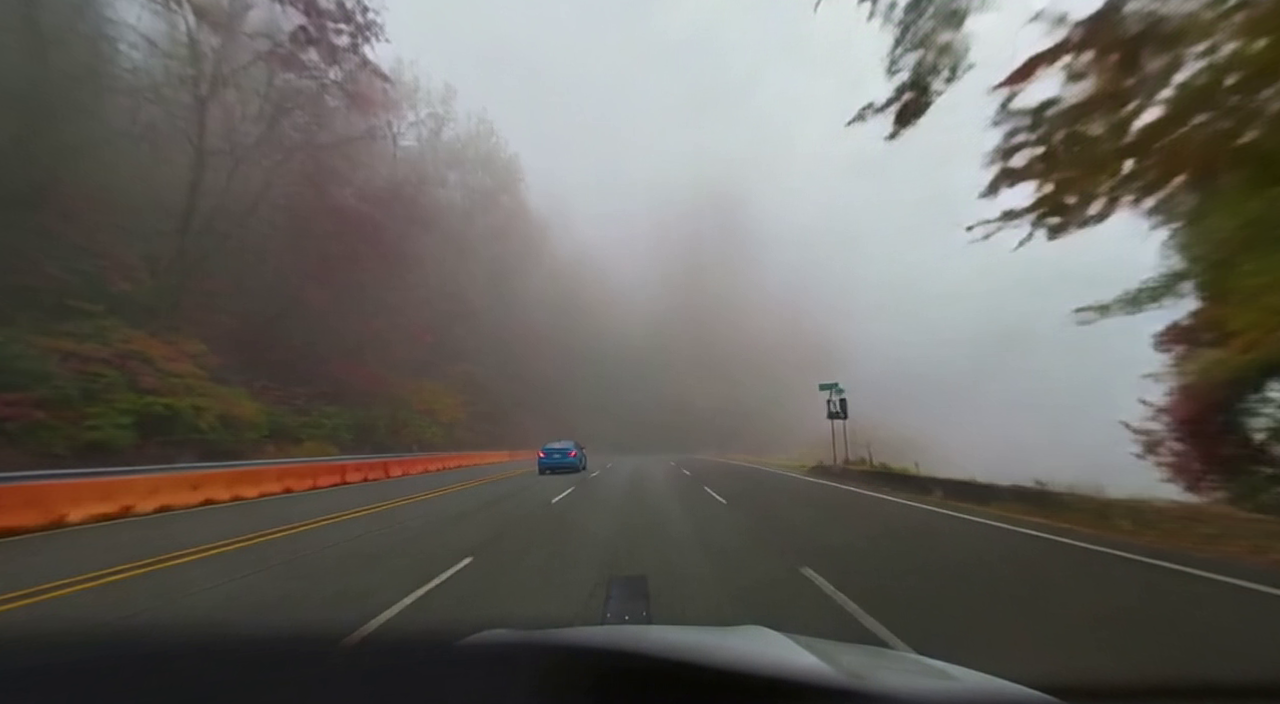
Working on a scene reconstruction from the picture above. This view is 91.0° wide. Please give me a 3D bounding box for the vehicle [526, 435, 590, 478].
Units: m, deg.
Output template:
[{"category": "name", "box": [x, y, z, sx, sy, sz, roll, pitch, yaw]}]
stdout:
[{"category": "vehicle", "box": [-3.088, 4.034, 24.589, 1.902, 1.505, 4.016, 0, -8, 1]}]
